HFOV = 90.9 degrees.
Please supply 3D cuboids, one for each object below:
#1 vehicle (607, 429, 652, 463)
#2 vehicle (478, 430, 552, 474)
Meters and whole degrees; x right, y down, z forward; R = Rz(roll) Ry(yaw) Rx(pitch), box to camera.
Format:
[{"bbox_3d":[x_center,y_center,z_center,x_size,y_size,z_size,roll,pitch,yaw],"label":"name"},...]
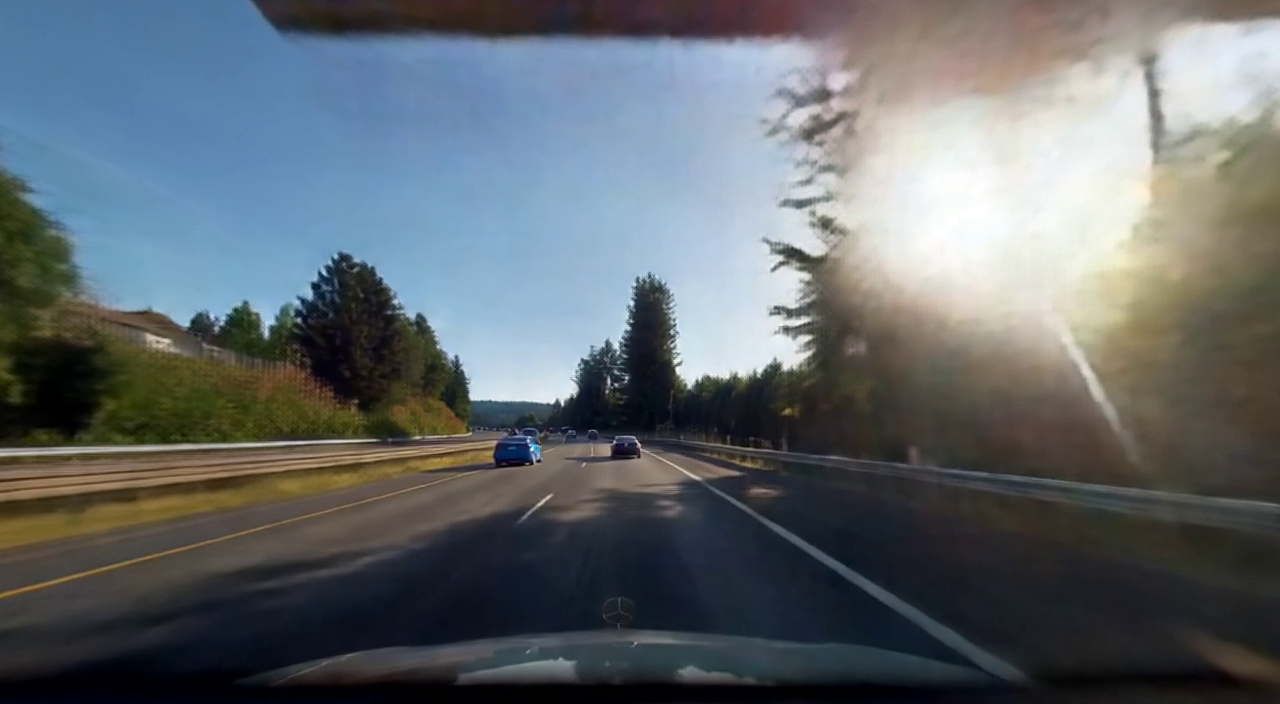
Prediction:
[{"bbox_3d":[-0.564,4.843,32.594,2.162,1.616,4.242,0,-8,-1],"label":"vehicle"},{"bbox_3d":[-4.589,3.726,23.800,1.975,1.518,4.242,0,-8,-1],"label":"vehicle"}]
